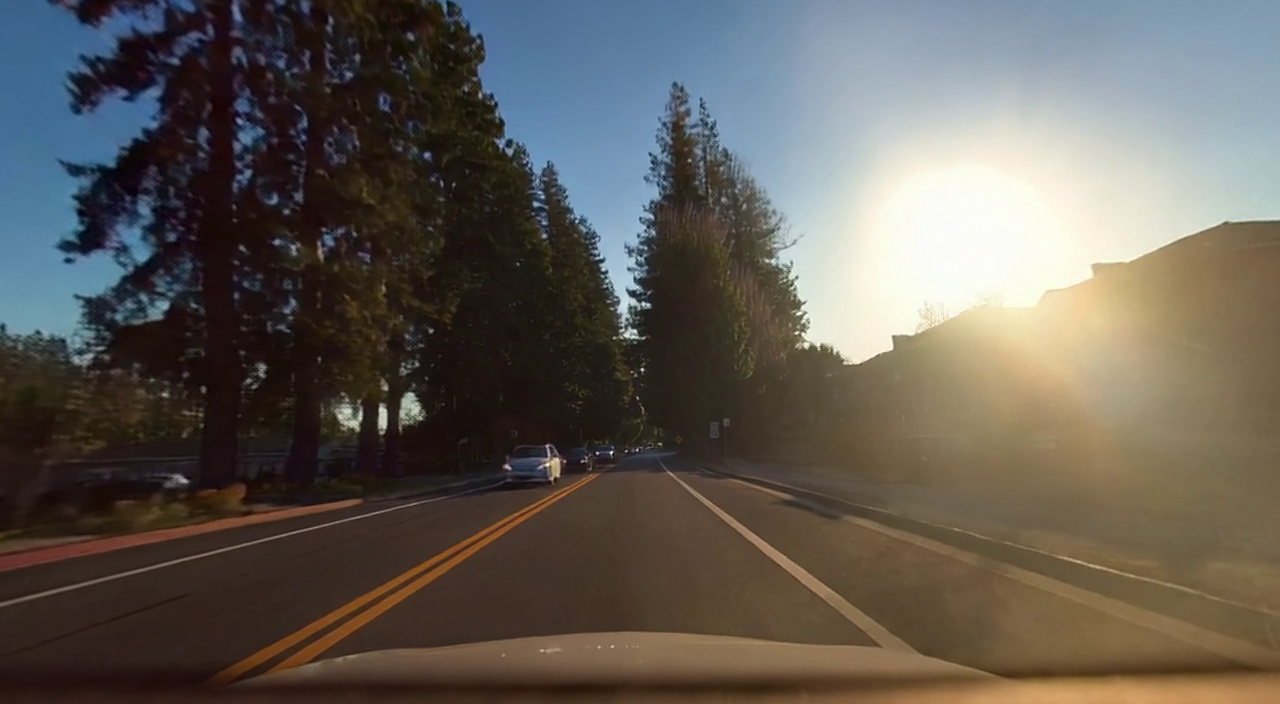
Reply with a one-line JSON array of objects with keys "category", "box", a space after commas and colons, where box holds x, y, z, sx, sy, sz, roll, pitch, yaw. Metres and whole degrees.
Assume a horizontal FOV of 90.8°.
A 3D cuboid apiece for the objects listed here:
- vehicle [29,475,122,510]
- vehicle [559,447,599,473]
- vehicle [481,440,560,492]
[{"category": "vehicle", "box": [-42.190, 10.455, 47.430, 2.099, 2.149, 5.433, 0, -9, -4]}, {"category": "vehicle", "box": [-3.793, 6.808, 40.038, 2.031, 1.477, 4.450, -1, -9, 1]}, {"category": "vehicle", "box": [-4.303, 4.173, 23.526, 1.984, 1.705, 4.346, -1, -8, 2]}]
